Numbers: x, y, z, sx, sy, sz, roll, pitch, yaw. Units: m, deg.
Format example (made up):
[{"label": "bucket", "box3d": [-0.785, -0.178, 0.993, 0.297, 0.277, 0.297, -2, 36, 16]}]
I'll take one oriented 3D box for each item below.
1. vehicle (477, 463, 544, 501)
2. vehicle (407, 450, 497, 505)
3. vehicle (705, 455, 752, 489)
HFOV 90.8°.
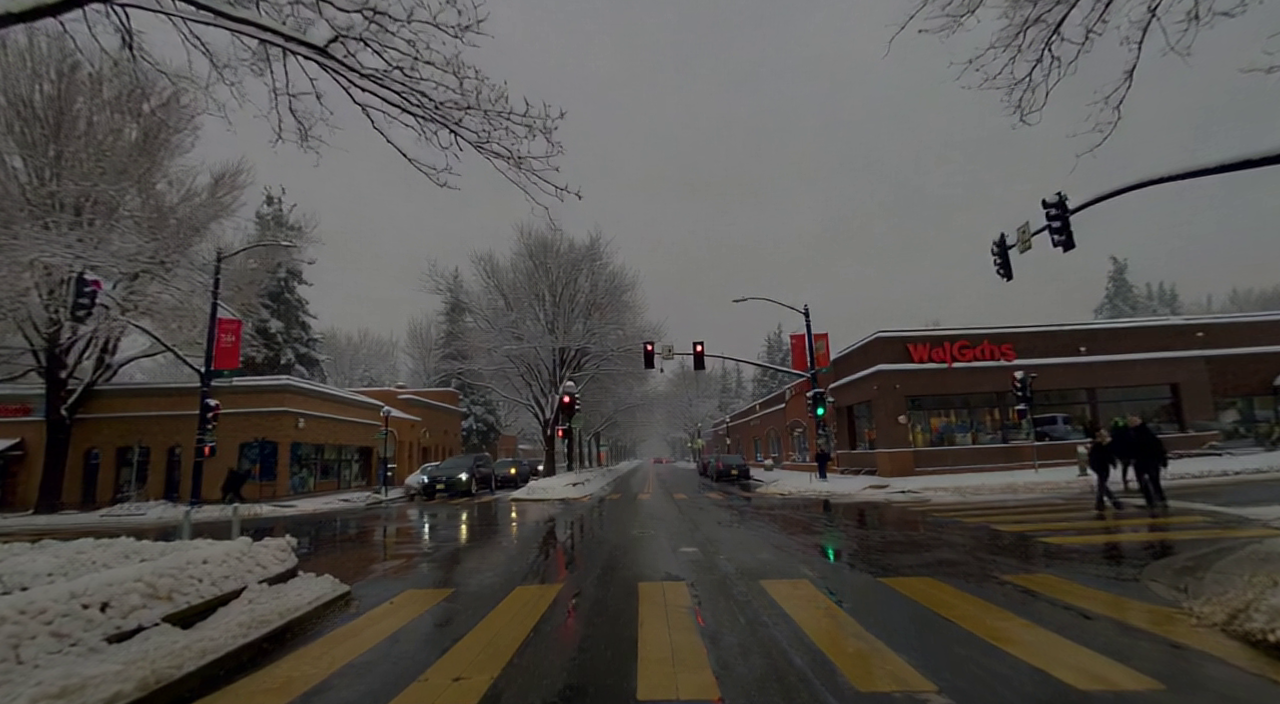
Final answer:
[{"label": "vehicle", "box3d": [-5.751, 5.828, 28.634, 1.983, 1.438, 4.559, 0, -8, 1]}, {"label": "vehicle", "box3d": [-8.807, 5.899, 30.319, 2.489, 2.323, 5.843, 0, -8, 1]}, {"label": "vehicle", "box3d": [5.199, 7.102, 37.720, 2.010, 1.844, 4.386, 0, -8, -2]}]
